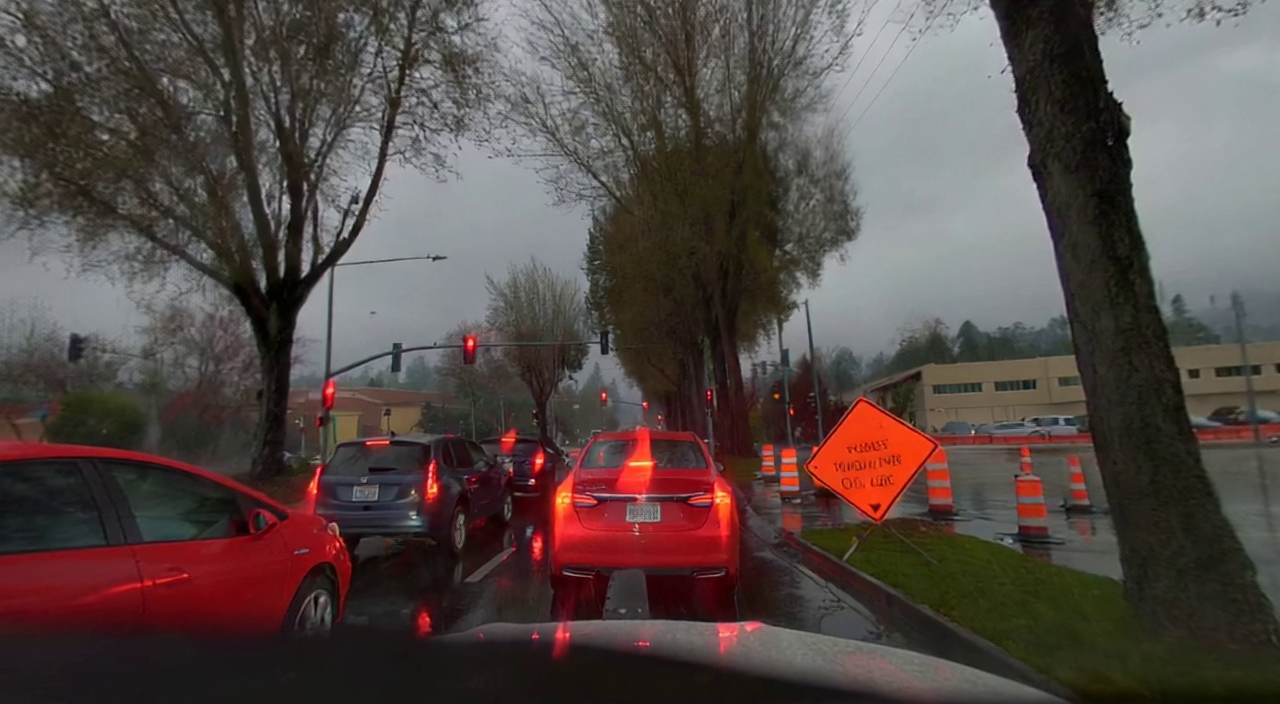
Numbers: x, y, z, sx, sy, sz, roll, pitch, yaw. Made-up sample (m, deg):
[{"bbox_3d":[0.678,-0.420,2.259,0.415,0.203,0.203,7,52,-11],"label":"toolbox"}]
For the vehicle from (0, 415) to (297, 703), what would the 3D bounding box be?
[{"bbox_3d":[-3.585,0.948,2.166,2.064,1.497,4.722,0,-9,1],"label":"vehicle"}]

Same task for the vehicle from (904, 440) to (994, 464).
[{"bbox_3d":[20.076,6.502,41.052,4.807,1.504,1.837,0,-9,2],"label":"vehicle"}]

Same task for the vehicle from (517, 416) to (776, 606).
[{"bbox_3d":[0.100,1.621,7.212,2.167,1.560,3.676,0,-9,1],"label":"vehicle"}]

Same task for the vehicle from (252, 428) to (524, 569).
[{"bbox_3d":[-3.267,1.996,9.445,1.989,1.541,4.626,0,-9,3],"label":"vehicle"}]

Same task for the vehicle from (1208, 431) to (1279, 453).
[{"bbox_3d":[48.263,7.159,49.878,4.672,1.676,1.867,1,-9,0],"label":"vehicle"}]
